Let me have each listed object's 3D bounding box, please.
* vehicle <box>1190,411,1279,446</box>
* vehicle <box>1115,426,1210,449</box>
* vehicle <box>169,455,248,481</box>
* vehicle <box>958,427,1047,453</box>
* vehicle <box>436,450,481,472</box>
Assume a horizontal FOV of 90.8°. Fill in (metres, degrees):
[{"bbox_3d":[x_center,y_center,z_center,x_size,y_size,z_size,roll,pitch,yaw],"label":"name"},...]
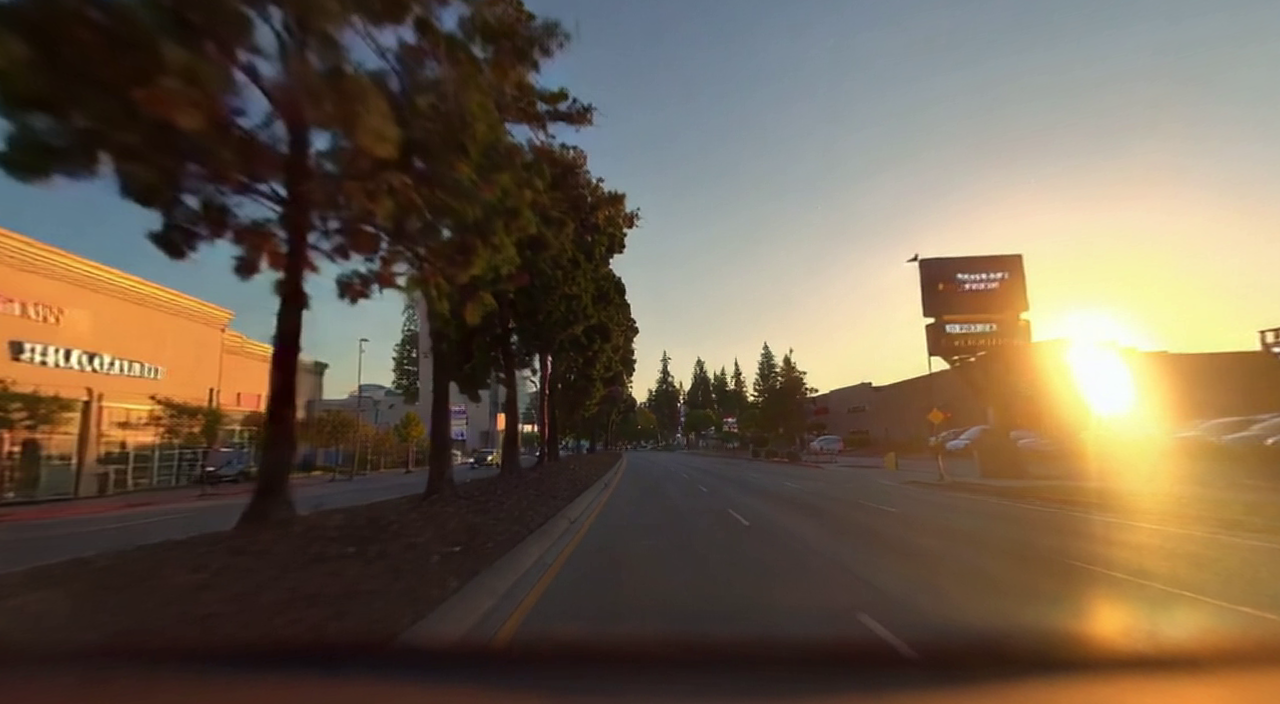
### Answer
[{"bbox_3d":[34.367,4.204,34.604,6.244,1.832,2.191,0,-9,0],"label":"vehicle"},{"bbox_3d":[34.902,5.759,42.269,4.571,1.486,1.881,0,-9,0],"label":"vehicle"},{"bbox_3d":[-26.130,7.015,38.236,4.316,1.464,1.771,-4,-10,23],"label":"vehicle"},{"bbox_3d":[22.069,5.394,38.611,4.171,1.492,1.999,0,-9,2],"label":"vehicle"},{"bbox_3d":[-13.247,7.869,45.988,2.090,1.502,4.767,5,-10,-28],"label":"vehicle"}]
